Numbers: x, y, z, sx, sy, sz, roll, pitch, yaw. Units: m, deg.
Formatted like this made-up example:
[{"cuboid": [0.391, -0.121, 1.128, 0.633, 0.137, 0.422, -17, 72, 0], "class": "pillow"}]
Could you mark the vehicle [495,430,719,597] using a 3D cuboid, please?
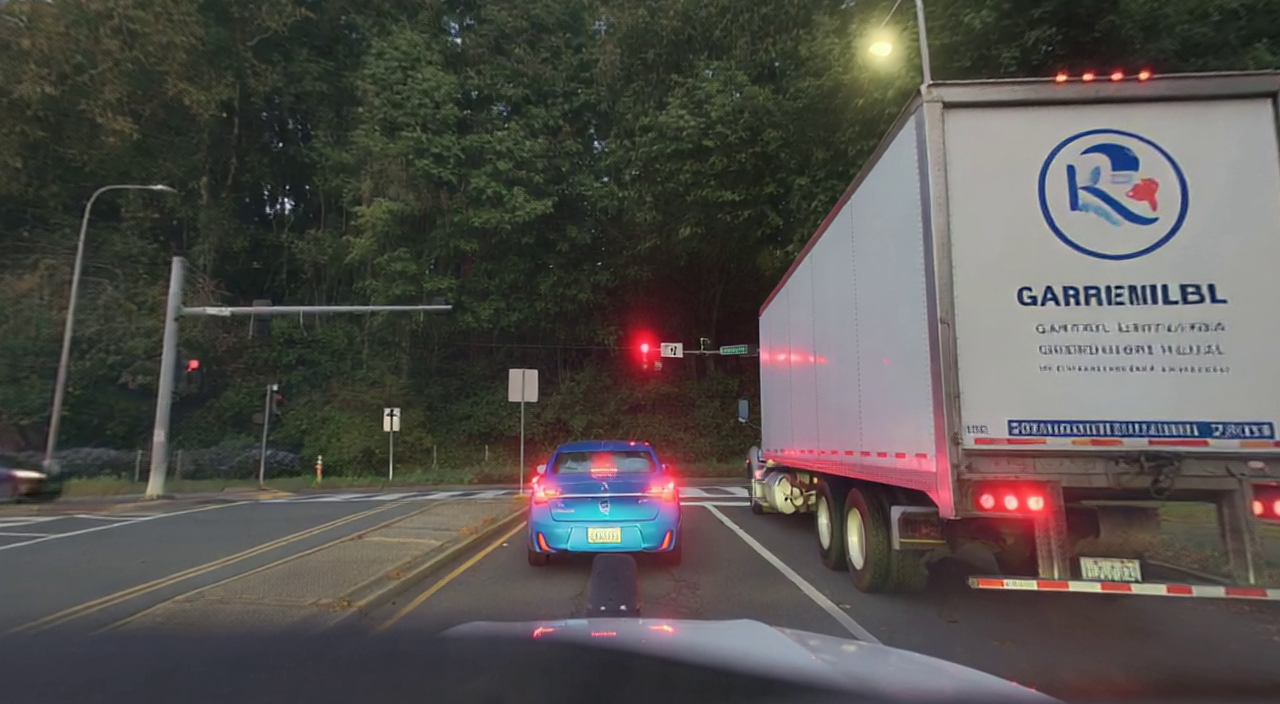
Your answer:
[{"cuboid": [-0.330, 1.709, 7.424, 1.975, 1.457, 3.526, 0, -9, -1], "class": "vehicle"}]

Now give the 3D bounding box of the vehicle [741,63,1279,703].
[{"cuboid": [3.506, 0.832, 8.404, 2.884, 3.753, 9.763, 0, -9, 1], "class": "vehicle"}]
